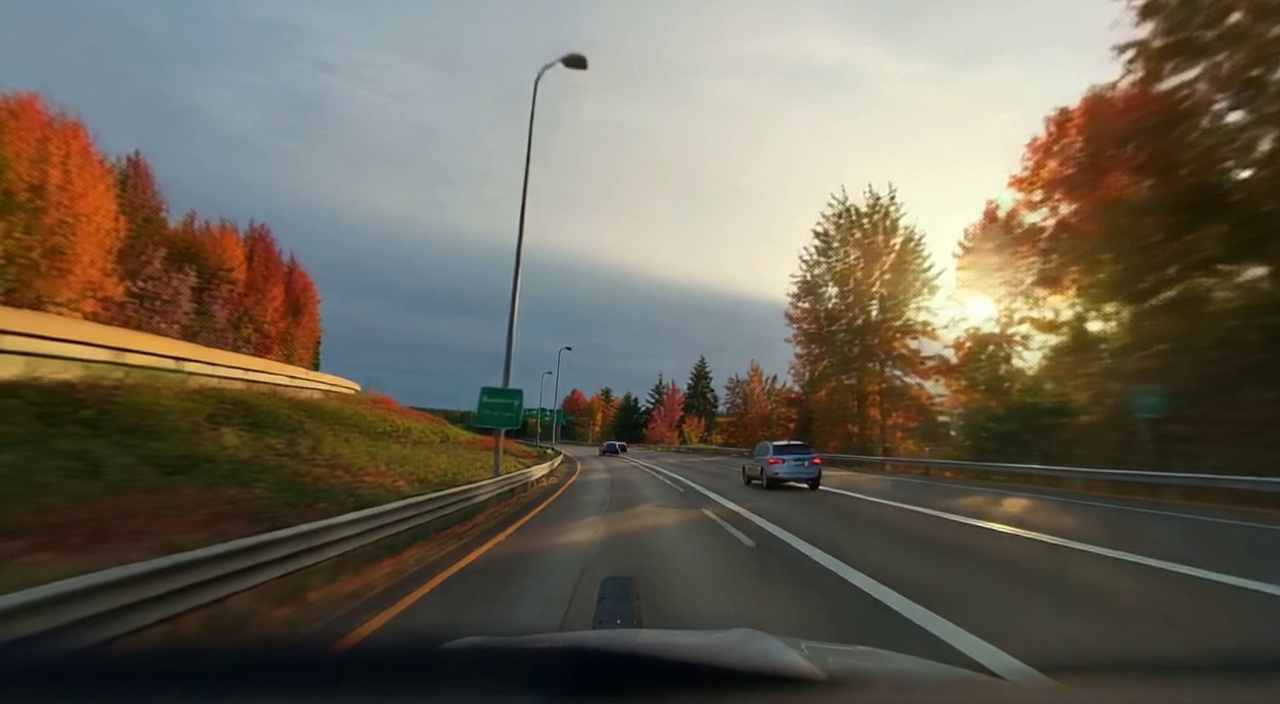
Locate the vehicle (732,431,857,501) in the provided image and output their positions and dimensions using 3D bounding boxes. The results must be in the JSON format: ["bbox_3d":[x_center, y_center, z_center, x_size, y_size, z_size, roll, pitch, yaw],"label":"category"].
[{"bbox_3d":[3.775,2.872,16.127,1.952,1.536,4.036,0,-9,-3],"label":"vehicle"}]
